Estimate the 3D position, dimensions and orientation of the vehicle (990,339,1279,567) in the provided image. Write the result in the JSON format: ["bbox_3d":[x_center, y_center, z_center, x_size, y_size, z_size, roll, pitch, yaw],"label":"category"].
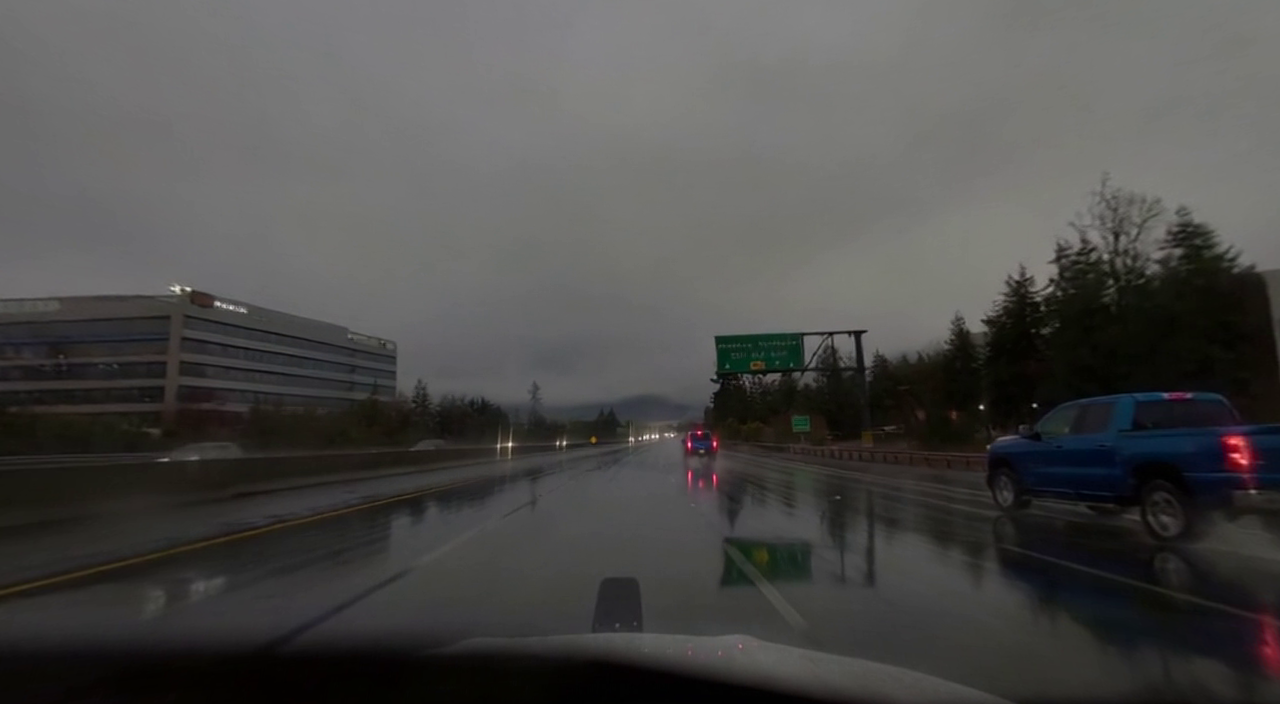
[{"bbox_3d":[7.511,1.372,8.751,2.158,2.268,5.396,0,-9,0],"label":"vehicle"}]

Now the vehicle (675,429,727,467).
[{"bbox_3d":[3.415,5.532,36.420,2.462,1.984,4.718,0,-9,0],"label":"vehicle"}]

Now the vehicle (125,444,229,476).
[{"bbox_3d":[-22.954,5.357,31.561,1.785,1.475,4.412,-1,-9,2],"label":"vehicle"}]

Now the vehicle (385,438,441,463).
[{"bbox_3d":[-15.402,6.720,43.109,2.020,1.584,4.650,-1,-9,1],"label":"vehicle"}]
